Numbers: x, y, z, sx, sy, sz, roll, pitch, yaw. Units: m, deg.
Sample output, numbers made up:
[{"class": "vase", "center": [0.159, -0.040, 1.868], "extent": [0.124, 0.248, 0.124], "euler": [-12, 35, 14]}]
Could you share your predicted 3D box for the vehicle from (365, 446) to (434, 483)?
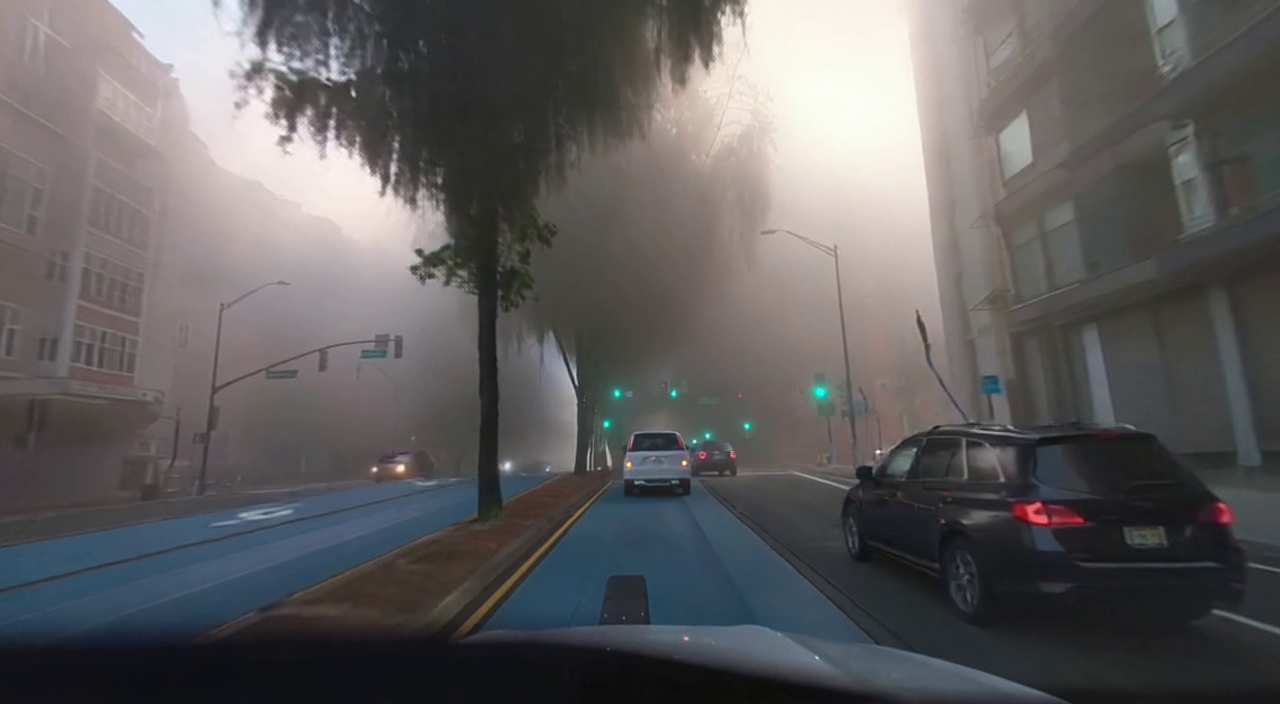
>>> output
[{"class": "vehicle", "center": [-13.443, 6.273, 35.562], "extent": [1.914, 1.889, 4.585], "euler": [-1, -9, 2]}]

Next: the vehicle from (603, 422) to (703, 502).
[{"class": "vehicle", "center": [0.299, 2.758, 16.106], "extent": [2.209, 1.748, 4.130], "euler": [0, -9, 1]}]

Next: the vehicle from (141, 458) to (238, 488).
[{"class": "vehicle", "center": [-28.882, 7.743, 40.536], "extent": [4.558, 1.818, 2.120], "euler": [0, -9, 1]}]

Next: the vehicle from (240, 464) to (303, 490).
[{"class": "vehicle", "center": [-27.259, 9.233, 46.695], "extent": [3.416, 1.466, 1.840], "euler": [4, -5, 0]}]

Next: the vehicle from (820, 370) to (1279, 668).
[{"class": "vehicle", "center": [3.225, 1.282, 5.831], "extent": [1.939, 1.746, 4.091], "euler": [0, -9, 1]}]
